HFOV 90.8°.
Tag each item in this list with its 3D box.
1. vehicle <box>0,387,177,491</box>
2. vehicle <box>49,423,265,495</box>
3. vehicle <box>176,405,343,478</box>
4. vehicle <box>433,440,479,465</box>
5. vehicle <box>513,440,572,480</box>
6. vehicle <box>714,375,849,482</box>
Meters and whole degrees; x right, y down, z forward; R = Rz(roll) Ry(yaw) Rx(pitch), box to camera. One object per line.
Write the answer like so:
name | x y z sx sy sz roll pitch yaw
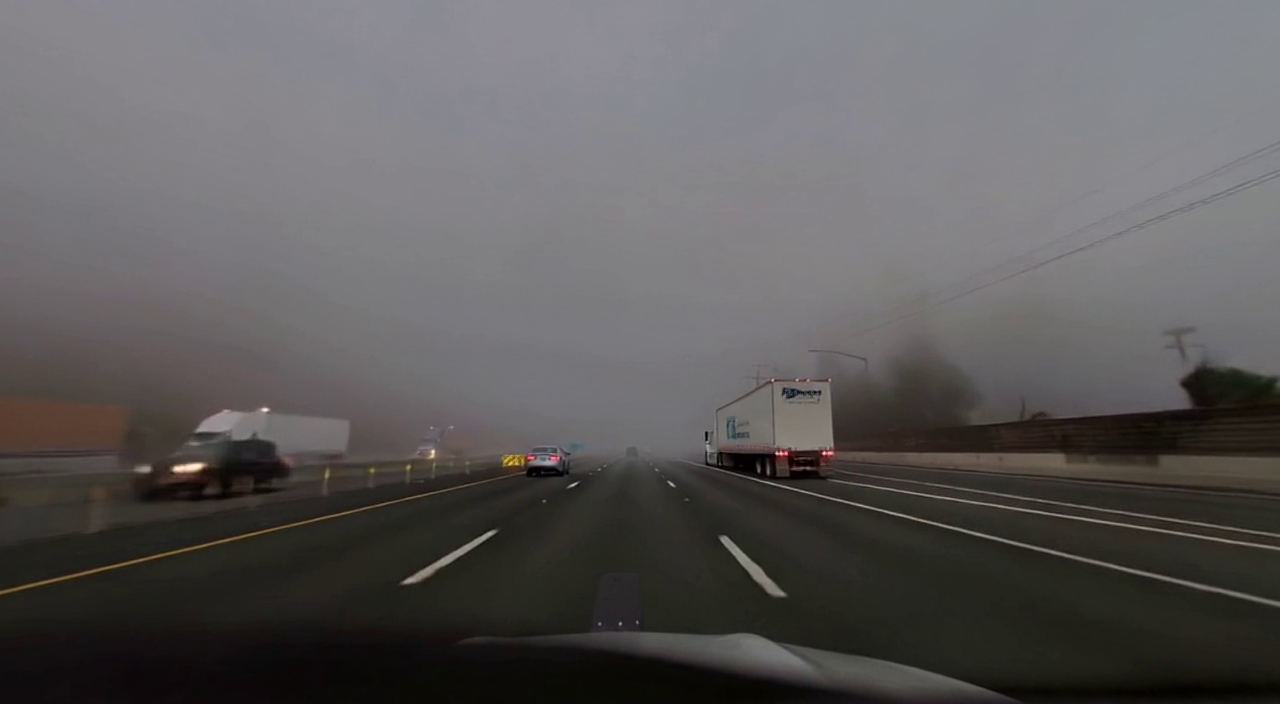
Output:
vehicle | -25.270 3.429 24.713 2.849 3.846 15.601 0 -9 -1
vehicle | -13.118 2.954 17.720 2.193 1.724 4.842 0 -9 0
vehicle | -21.195 5.191 36.396 2.988 3.535 10.678 0 -9 0
vehicle | -14.028 7.696 48.499 2.177 1.837 4.780 0 -9 -1
vehicle | -4.331 4.880 28.668 2.027 1.651 4.099 0 -9 0
vehicle | 6.465 4.182 32.712 2.919 4.195 15.833 0 -9 -1
